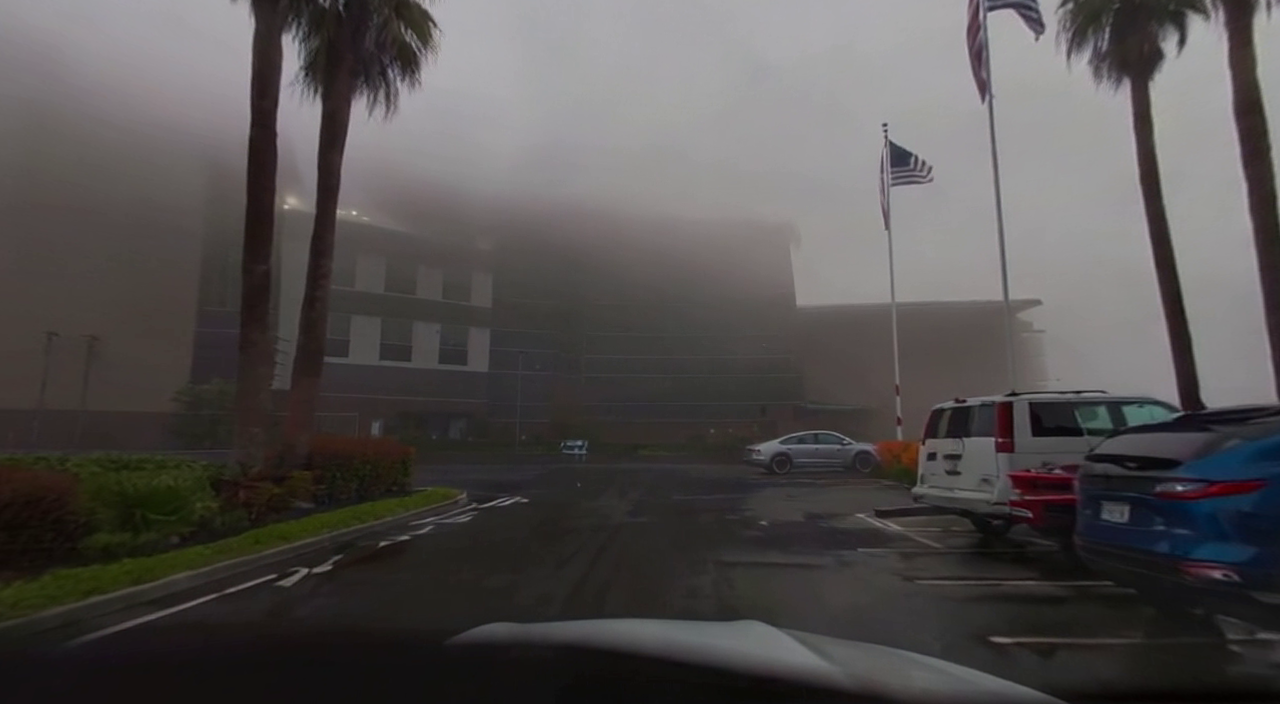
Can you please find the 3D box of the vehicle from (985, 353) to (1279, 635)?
[{"bbox_3d":[5.511,0.986,4.779,4.567,1.723,1.926,0,-8,4],"label":"vehicle"}]

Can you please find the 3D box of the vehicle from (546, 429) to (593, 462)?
[{"bbox_3d":[-4.299,5.775,39.132,1.943,1.890,4.472,1,-7,5],"label":"vehicle"}]

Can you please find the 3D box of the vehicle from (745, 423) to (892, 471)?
[{"bbox_3d":[6.849,3.725,24.699,5.254,1.793,1.998,-1,-8,7],"label":"vehicle"}]
